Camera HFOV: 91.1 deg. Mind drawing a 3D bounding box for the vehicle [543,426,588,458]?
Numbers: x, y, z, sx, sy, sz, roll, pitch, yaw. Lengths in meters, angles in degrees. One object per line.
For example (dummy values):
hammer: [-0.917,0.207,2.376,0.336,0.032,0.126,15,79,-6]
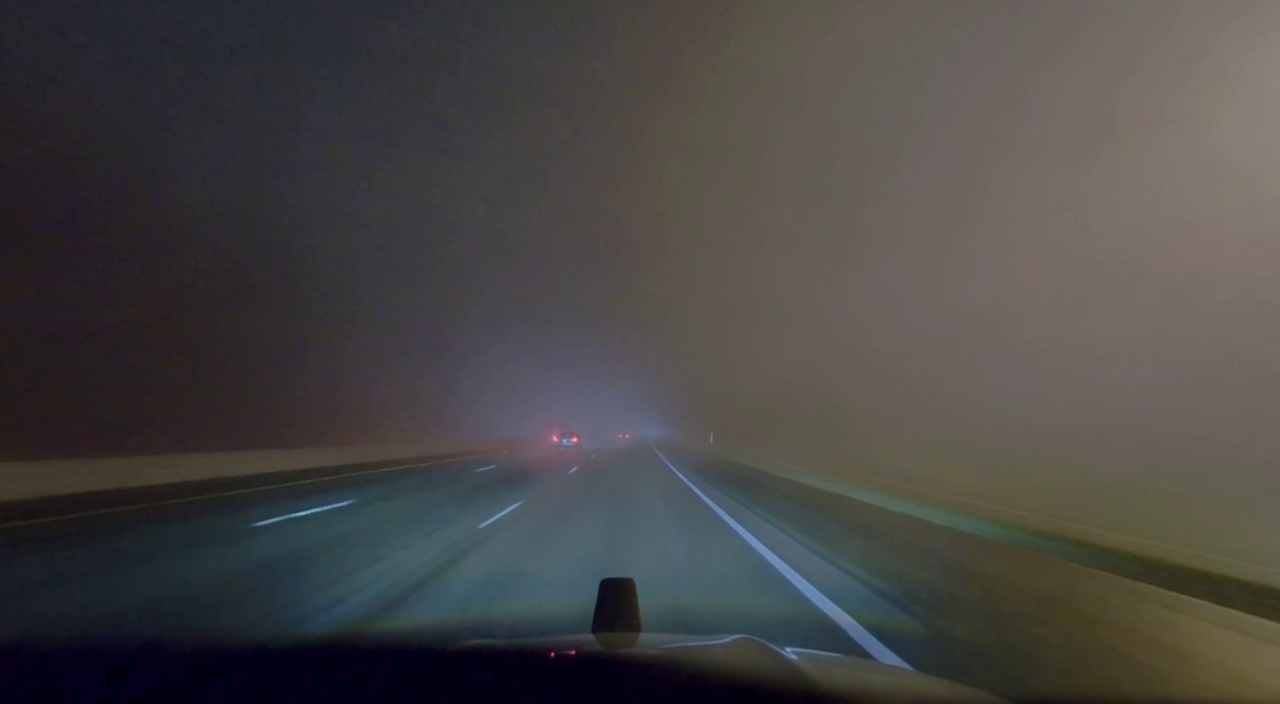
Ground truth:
vehicle: [-4.222,5.175,36.405,1.980,1.721,4.419,0,-8,1]
